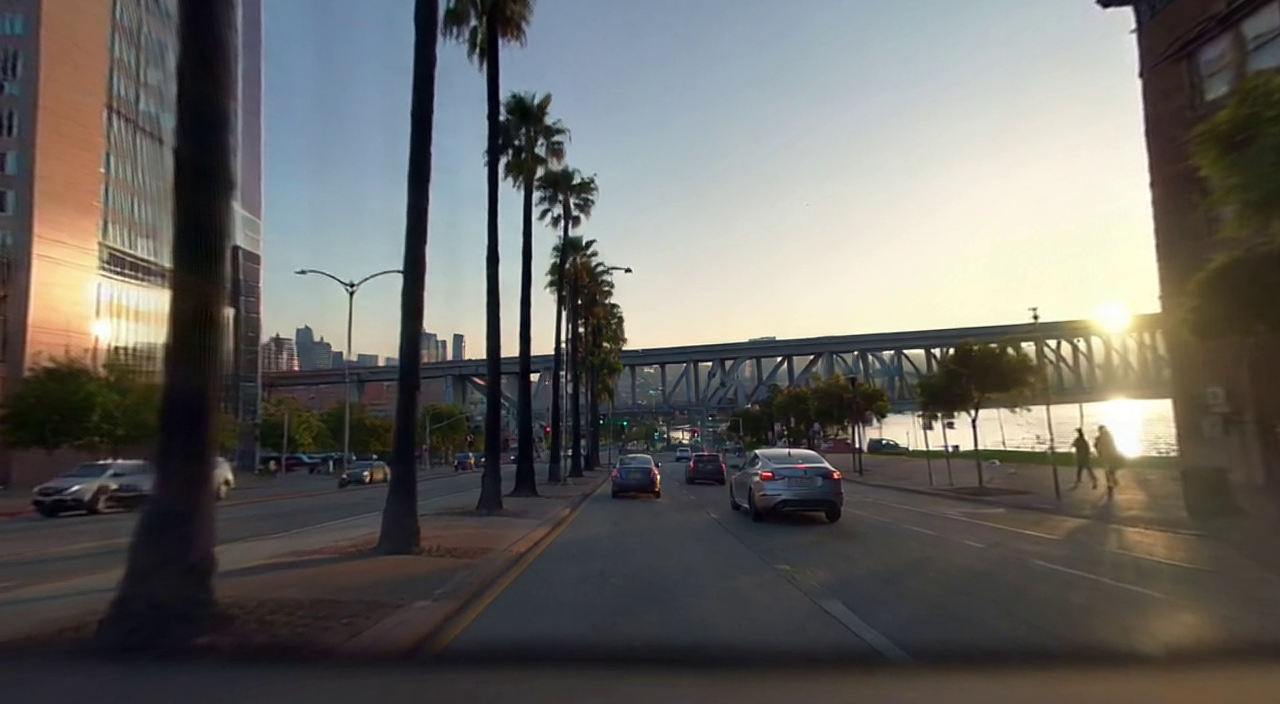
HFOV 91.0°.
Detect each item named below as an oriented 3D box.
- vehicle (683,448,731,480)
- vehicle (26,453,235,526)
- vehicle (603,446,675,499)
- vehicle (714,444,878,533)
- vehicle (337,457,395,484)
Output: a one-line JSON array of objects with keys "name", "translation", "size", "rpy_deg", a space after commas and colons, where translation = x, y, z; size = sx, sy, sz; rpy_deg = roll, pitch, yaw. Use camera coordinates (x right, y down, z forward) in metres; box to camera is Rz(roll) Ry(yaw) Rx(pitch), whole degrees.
[{"name": "vehicle", "translation": [3.340, 5.660, 31.982], "size": [2.115, 1.500, 3.524], "rpy_deg": [0, -9, 1]}, {"name": "vehicle", "translation": [-14.693, 3.937, 18.670], "size": [2.104, 1.802, 4.852], "rpy_deg": [0, -9, 0]}, {"name": "vehicle", "translation": [0.012, 3.783, 20.124], "size": [2.077, 1.518, 3.760], "rpy_deg": [0, -9, 1]}, {"name": "vehicle", "translation": [2.987, 2.723, 13.356], "size": [2.051, 1.509, 4.933], "rpy_deg": [0, -9, -2]}, {"name": "vehicle", "translation": [-17.913, 7.723, 41.308], "size": [1.887, 1.569, 4.014], "rpy_deg": [0, -9, 2]}]
